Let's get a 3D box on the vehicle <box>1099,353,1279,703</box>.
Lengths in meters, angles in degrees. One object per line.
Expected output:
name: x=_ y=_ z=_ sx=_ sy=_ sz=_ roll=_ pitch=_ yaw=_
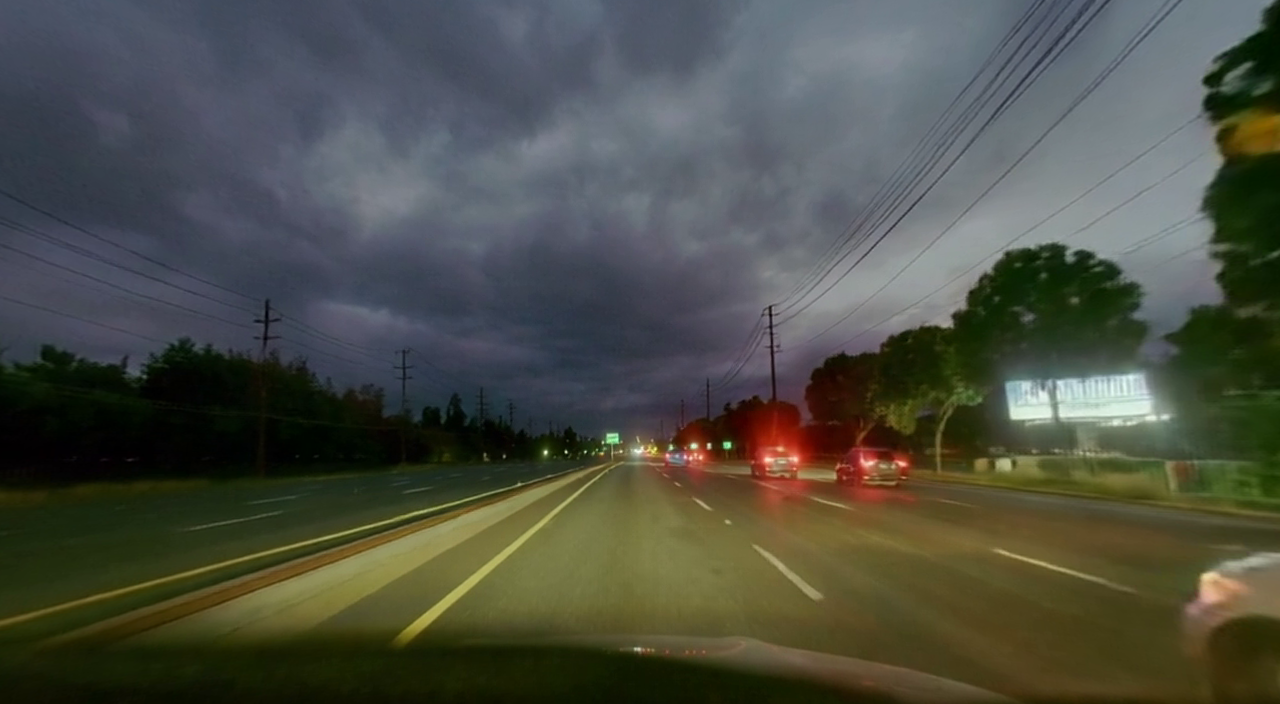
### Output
vehicle: x=3.257 y=0.660 z=0.906 sx=2.078 sy=1.668 sz=4.078 roll=0 pitch=-8 yaw=0

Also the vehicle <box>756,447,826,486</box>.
vehicle: x=6.293 y=4.808 z=26.836 sx=1.882 sy=1.476 sz=4.344 roll=0 pitch=-8 yaw=-1

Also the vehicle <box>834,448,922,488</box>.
vehicle: x=9.873 y=4.803 z=26.589 sx=1.874 sy=1.482 sz=4.545 roll=0 pitch=-8 yaw=-1
